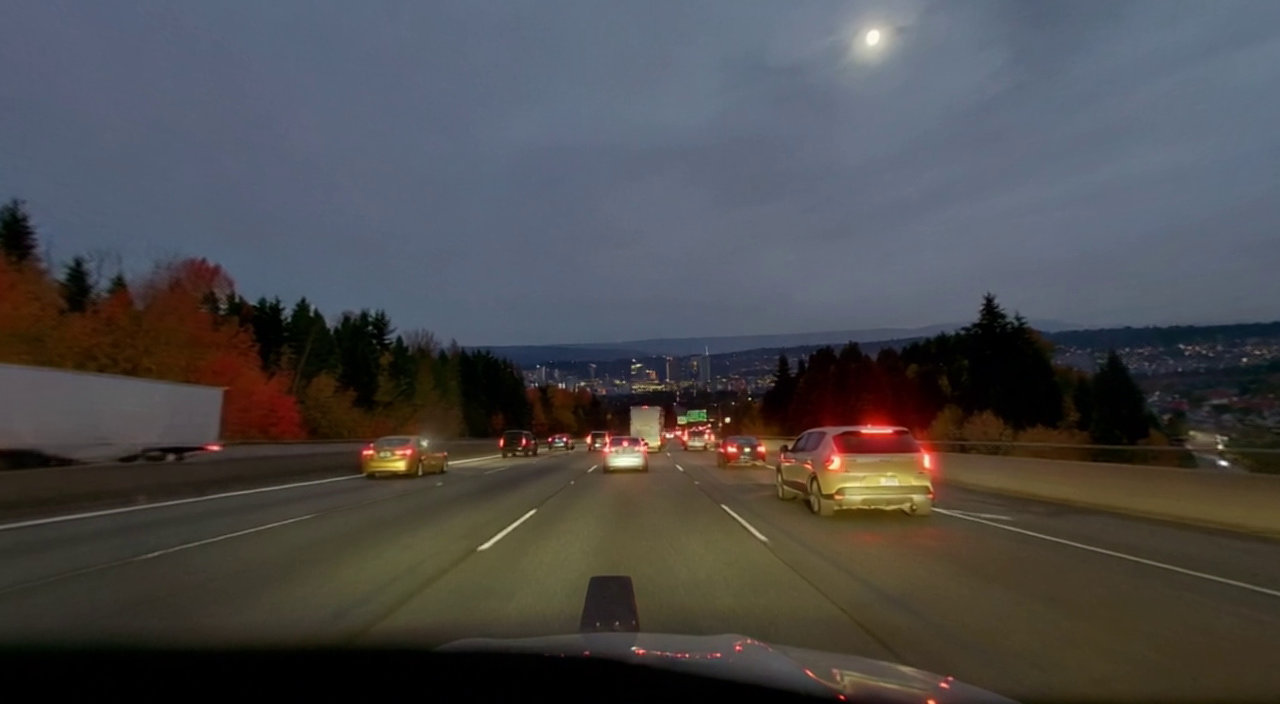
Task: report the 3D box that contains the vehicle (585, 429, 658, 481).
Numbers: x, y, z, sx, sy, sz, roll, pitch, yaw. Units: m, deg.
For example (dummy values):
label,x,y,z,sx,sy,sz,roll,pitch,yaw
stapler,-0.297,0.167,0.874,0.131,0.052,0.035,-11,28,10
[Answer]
label,x,y,z,sx,sy,sz,roll,pitch,yaw
vehicle,-0.575,3.274,20.414,2.111,1.494,4.364,0,-8,-1

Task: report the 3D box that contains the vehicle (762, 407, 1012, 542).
label,x,y,z,sx,sy,sz,roll,pitch,yaw
vehicle,3.480,1.797,9.963,2.095,1.650,4.331,0,-8,-1

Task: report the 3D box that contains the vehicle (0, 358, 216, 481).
label,x,y,z,sx,sy,sz,roll,pitch,yaw
vehicle,-22.862,2.736,24.507,2.873,4.084,13.906,0,-8,1

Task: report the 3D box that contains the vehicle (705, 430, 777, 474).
label,x,y,z,sx,sy,sz,roll,pitch,yaw
vehicle,3.742,3.767,24.088,1.972,1.516,4.514,0,-8,0

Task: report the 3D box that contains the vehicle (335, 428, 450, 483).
label,x,y,z,sx,sy,sz,roll,pitch,yaw
vehicle,-7.576,3.195,19.724,1.934,1.526,3.966,0,-8,1

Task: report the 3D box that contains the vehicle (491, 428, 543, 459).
label,x,y,z,sx,sy,sz,roll,pitch,yaw
vehicle,-7.414,5.561,38.413,2.117,1.779,4.745,0,-8,1
